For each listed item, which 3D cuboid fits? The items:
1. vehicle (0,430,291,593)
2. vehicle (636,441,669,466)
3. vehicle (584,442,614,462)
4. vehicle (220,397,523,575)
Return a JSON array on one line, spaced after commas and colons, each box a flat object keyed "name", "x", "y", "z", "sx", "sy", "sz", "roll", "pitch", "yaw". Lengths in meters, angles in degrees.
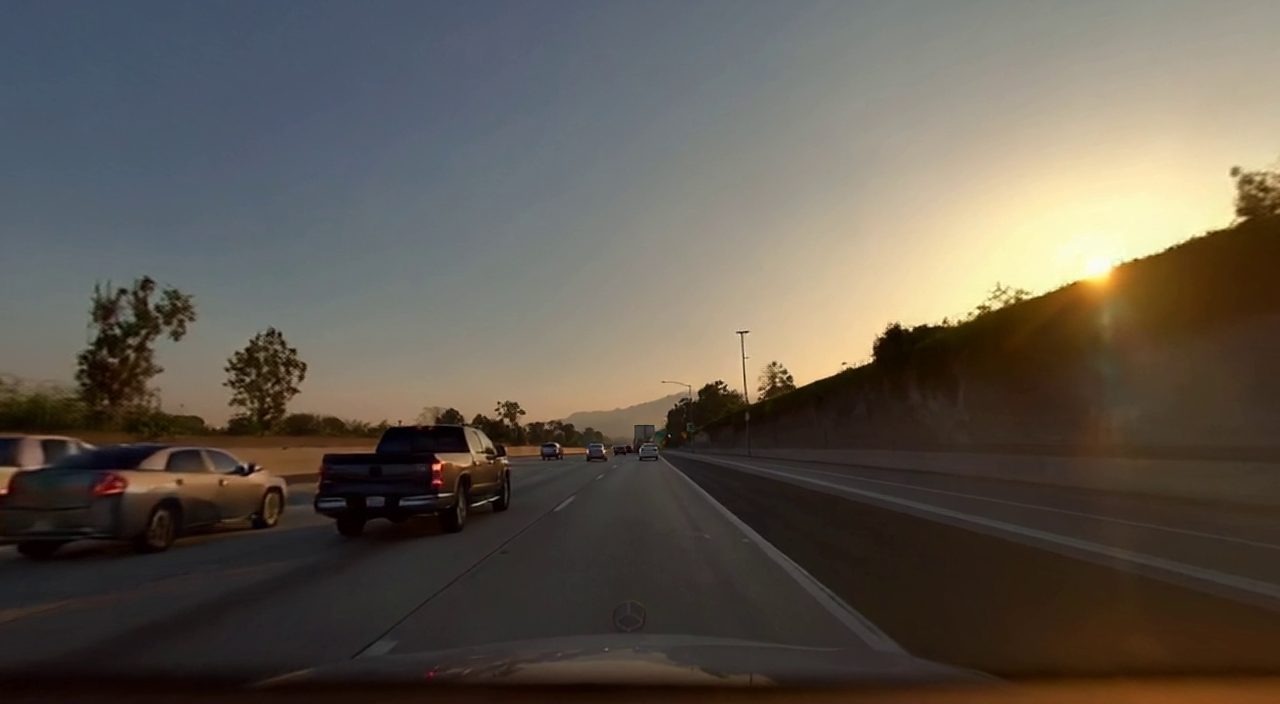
[{"name": "vehicle", "x": -6.630, "y": 1.787, "z": 8.007, "sx": 1.887, "sy": 1.475, "sz": 4.316, "roll": -1, "pitch": -8, "yaw": 1}, {"name": "vehicle", "x": 0.779, "y": 6.613, "z": 41.346, "sx": 2.073, "sy": 1.480, "sz": 4.343, "roll": 0, "pitch": -8, "yaw": 0}, {"name": "vehicle", "x": -3.165, "y": 7.901, "z": 49.865, "sx": 2.056, "sy": 1.480, "sz": 4.022, "roll": -1, "pitch": -8, "yaw": 1}, {"name": "vehicle", "x": -3.191, "y": 1.720, "z": 8.922, "sx": 2.124, "sy": 1.787, "sz": 4.830, "roll": -1, "pitch": -8, "yaw": 0}]
